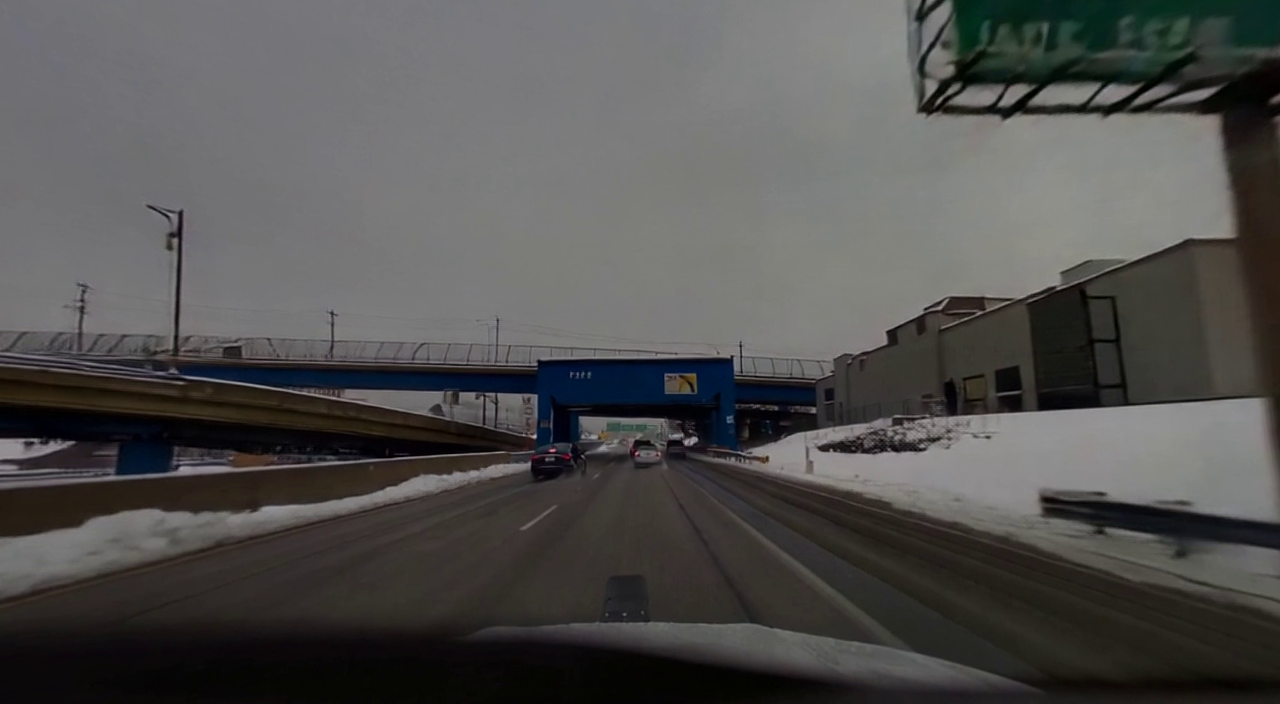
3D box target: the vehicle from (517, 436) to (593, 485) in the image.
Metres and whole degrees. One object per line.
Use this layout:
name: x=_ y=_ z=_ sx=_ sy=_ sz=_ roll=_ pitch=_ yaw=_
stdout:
vehicle: x=-2.976 y=3.905 z=22.986 sx=2.064 sy=1.589 sz=4.213 roll=0 pitch=-8 yaw=1

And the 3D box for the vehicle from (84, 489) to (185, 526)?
vehicle: x=-31.763 y=9.769 z=39.877 sx=2.418 sy=1.805 sz=4.794 roll=0 pitch=-8 yaw=0

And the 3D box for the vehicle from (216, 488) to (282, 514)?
vehicle: x=-27.670 y=10.550 z=44.753 sx=2.065 sy=1.542 sz=3.937 roll=-1 pitch=-9 yaw=2

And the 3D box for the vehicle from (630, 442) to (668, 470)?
vehicle: x=0.428 y=5.474 z=33.375 sx=1.877 sy=1.386 sz=3.872 roll=0 pitch=-8 yaw=0
